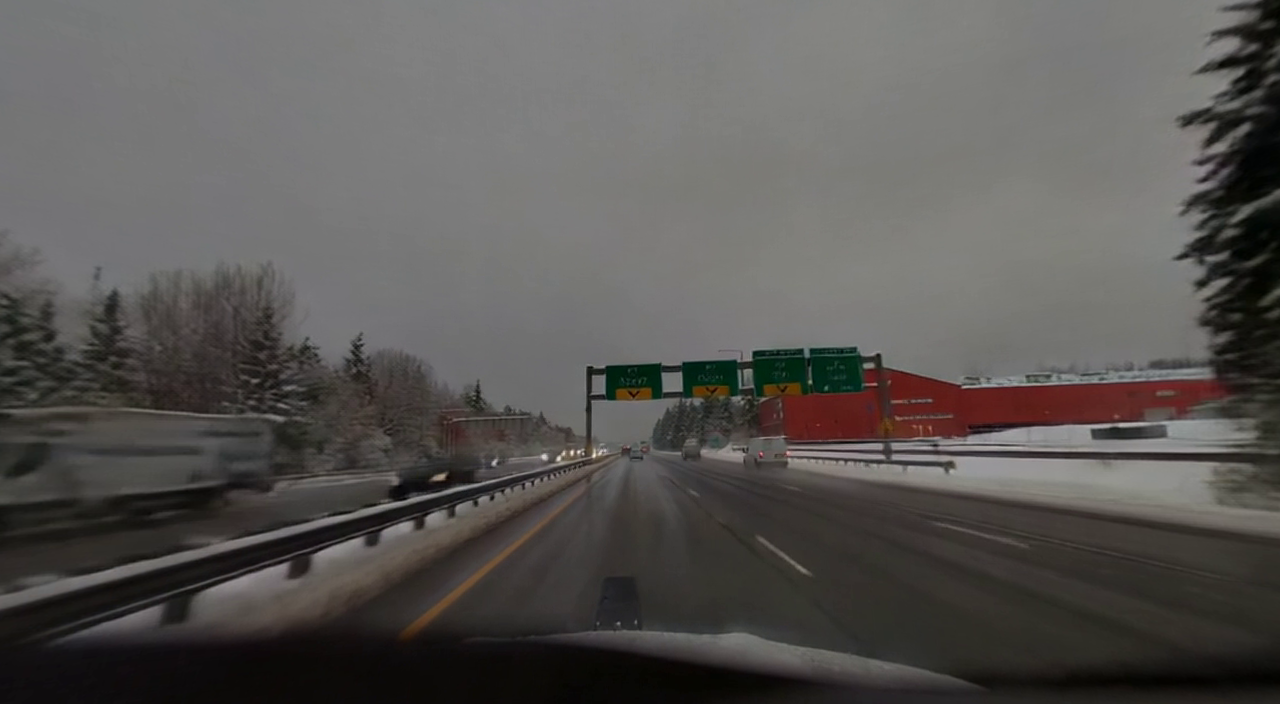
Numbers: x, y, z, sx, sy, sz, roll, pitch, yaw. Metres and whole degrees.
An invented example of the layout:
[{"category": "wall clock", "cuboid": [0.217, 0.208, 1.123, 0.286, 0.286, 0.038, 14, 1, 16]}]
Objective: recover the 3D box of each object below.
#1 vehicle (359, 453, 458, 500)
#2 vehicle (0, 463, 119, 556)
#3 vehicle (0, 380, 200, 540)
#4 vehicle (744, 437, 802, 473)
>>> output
[{"category": "vehicle", "cuboid": [-8.297, 4.468, 22.973, 1.966, 1.472, 4.414, 0, -9, 0]}, {"category": "vehicle", "cuboid": [-11.780, 2.719, 10.725, 1.875, 1.508, 4.592, 0, -9, -1]}, {"category": "vehicle", "cuboid": [-15.813, 2.896, 17.301, 2.948, 3.616, 5.901, 0, -9, 0]}, {"category": "vehicle", "cuboid": [7.582, 5.933, 36.374, 2.156, 1.943, 5.010, 0, -9, -1]}]
